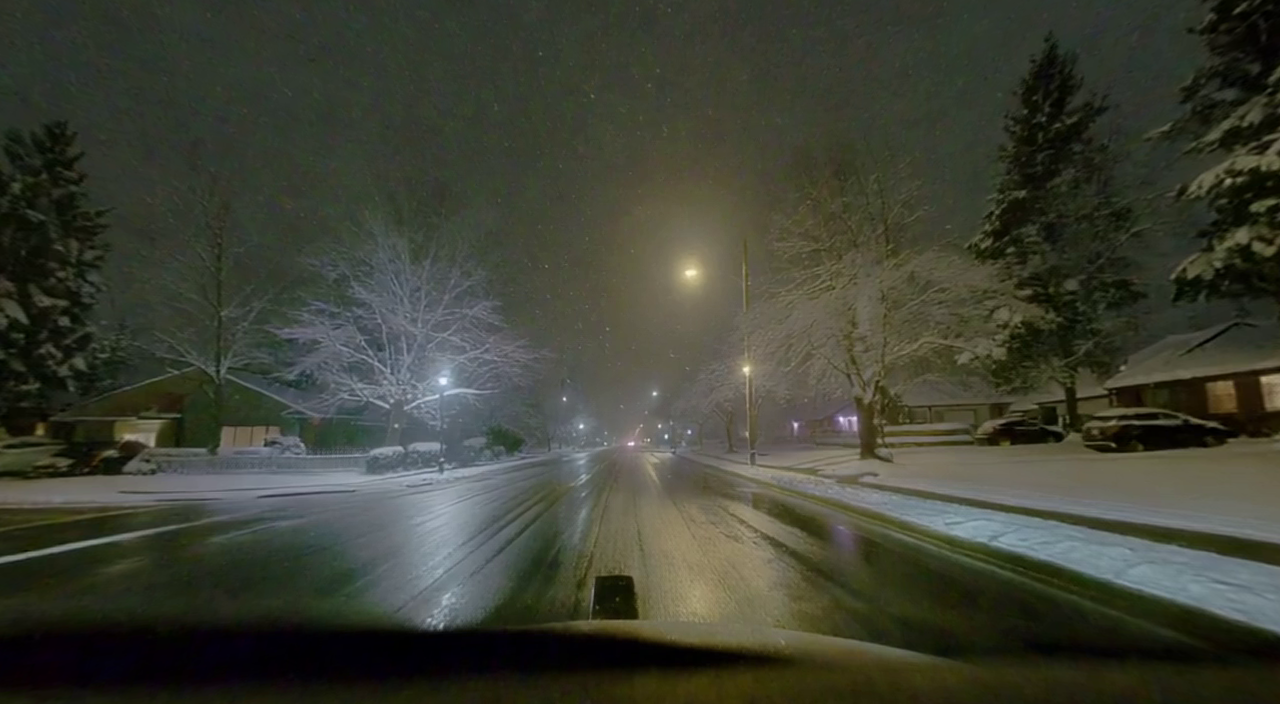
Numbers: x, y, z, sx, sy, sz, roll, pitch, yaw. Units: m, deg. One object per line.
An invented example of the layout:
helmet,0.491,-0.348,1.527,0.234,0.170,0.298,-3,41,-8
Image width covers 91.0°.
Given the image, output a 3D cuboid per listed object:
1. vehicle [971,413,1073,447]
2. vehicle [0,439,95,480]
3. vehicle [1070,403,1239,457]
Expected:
vehicle,18.887,3.888,31.243,3.730,1.604,2.027,0,-8,2
vehicle,-24.699,4.172,24.673,1.953,1.507,5.016,-1,-8,4
vehicle,17.062,2.624,21.040,3.882,1.686,1.881,0,-8,2
